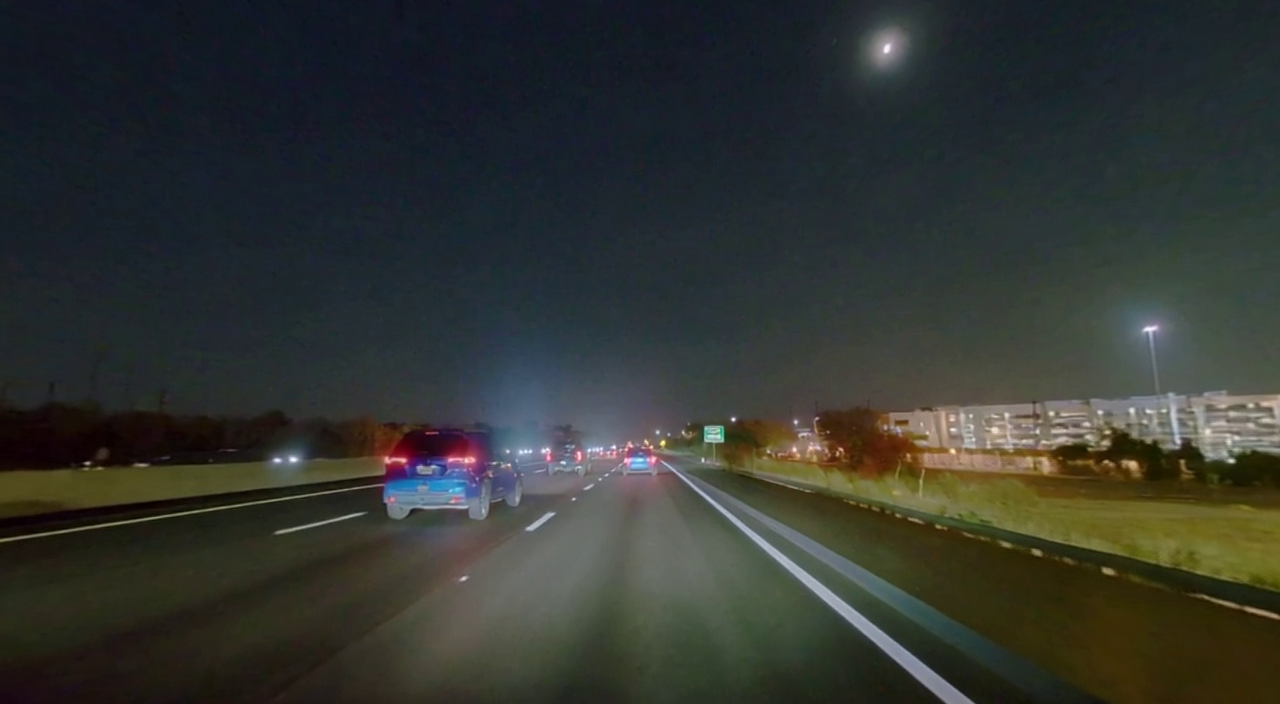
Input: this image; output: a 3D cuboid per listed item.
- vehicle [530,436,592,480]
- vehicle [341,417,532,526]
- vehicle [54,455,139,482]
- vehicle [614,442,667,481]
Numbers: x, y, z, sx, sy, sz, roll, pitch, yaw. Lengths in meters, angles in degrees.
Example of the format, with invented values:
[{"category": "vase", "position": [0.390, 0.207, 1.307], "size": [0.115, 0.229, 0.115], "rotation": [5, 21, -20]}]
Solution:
[{"category": "vehicle", "position": [-3.472, 4.751, 28.612], "size": [2.133, 1.789, 4.518], "rotation": [-1, -8, 1]}, {"category": "vehicle", "position": [-3.956, 2.439, 13.529], "size": [2.198, 1.848, 5.346], "rotation": [-1, -8, 1]}, {"category": "vehicle", "position": [-39.286, 8.414, 45.758], "size": [1.918, 1.723, 4.762], "rotation": [0, -8, 0]}, {"category": "vehicle", "position": [-0.002, 4.559, 26.552], "size": [2.047, 1.473, 3.978], "rotation": [0, -8, -1]}]
